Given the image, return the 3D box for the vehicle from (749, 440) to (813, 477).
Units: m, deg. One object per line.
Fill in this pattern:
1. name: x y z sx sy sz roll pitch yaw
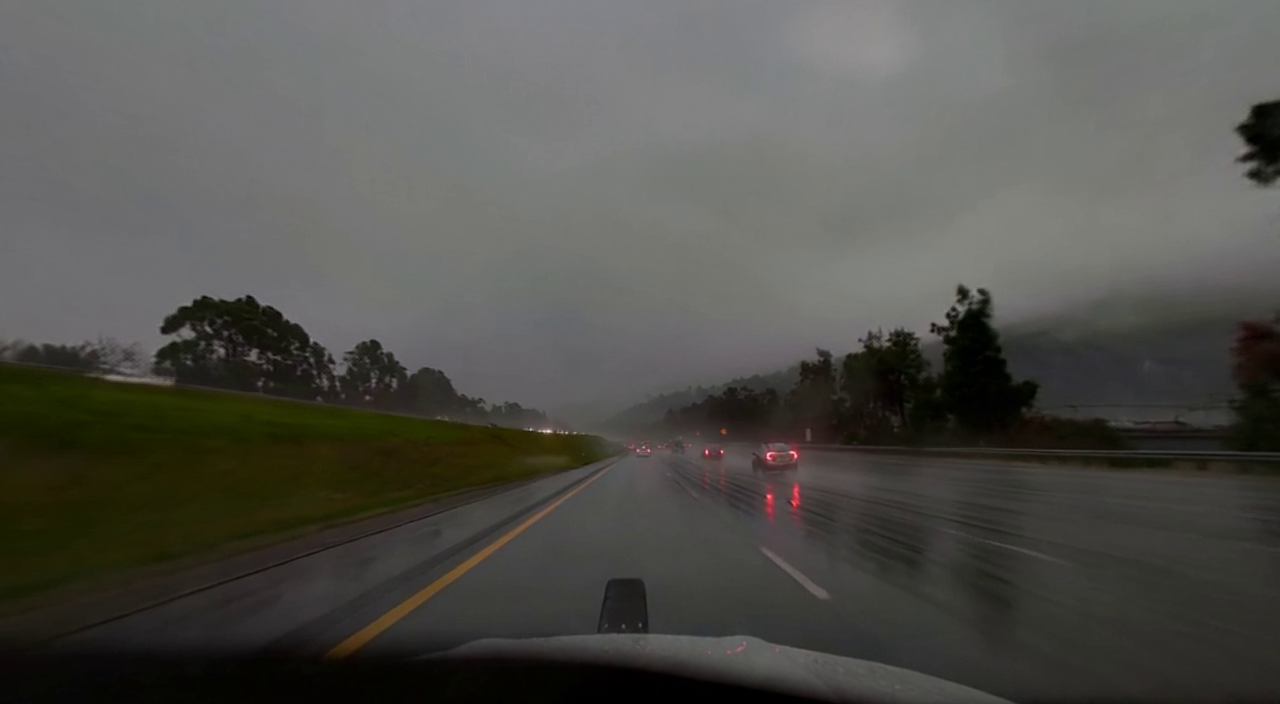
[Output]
1. vehicle: 6.938 5.276 31.444 2.048 1.697 4.689 0 -9 -1
